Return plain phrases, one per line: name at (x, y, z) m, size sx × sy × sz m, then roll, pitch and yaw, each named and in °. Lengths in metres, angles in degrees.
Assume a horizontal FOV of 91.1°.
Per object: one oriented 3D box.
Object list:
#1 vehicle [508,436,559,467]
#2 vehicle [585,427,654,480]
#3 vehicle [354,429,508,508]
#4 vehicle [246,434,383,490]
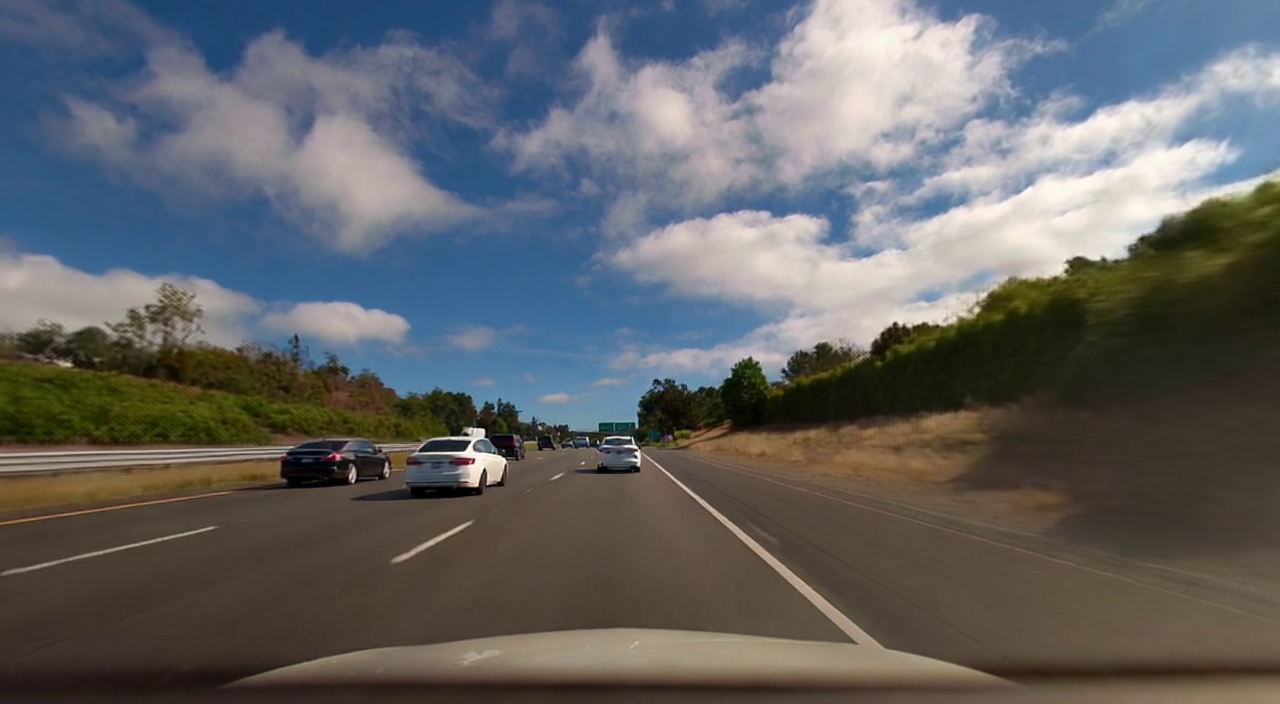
vehicle at (-5.197, 4.877, 31.102) m, size 1.835 × 1.432 × 3.835 m, roll 0°, pitch -8°, yaw 0°
vehicle at (-0.697, 3.505, 21.995) m, size 2.178 × 1.658 × 3.916 m, roll 0°, pitch -8°, yaw -1°
vehicle at (-4.426, 2.504, 14.139) m, size 1.971 × 1.464 × 4.386 m, roll 0°, pitch -8°, yaw 0°
vehicle at (-9.226, 3.109, 18.247) m, size 1.850 × 1.439 × 3.932 m, roll 0°, pitch -8°, yaw 0°
